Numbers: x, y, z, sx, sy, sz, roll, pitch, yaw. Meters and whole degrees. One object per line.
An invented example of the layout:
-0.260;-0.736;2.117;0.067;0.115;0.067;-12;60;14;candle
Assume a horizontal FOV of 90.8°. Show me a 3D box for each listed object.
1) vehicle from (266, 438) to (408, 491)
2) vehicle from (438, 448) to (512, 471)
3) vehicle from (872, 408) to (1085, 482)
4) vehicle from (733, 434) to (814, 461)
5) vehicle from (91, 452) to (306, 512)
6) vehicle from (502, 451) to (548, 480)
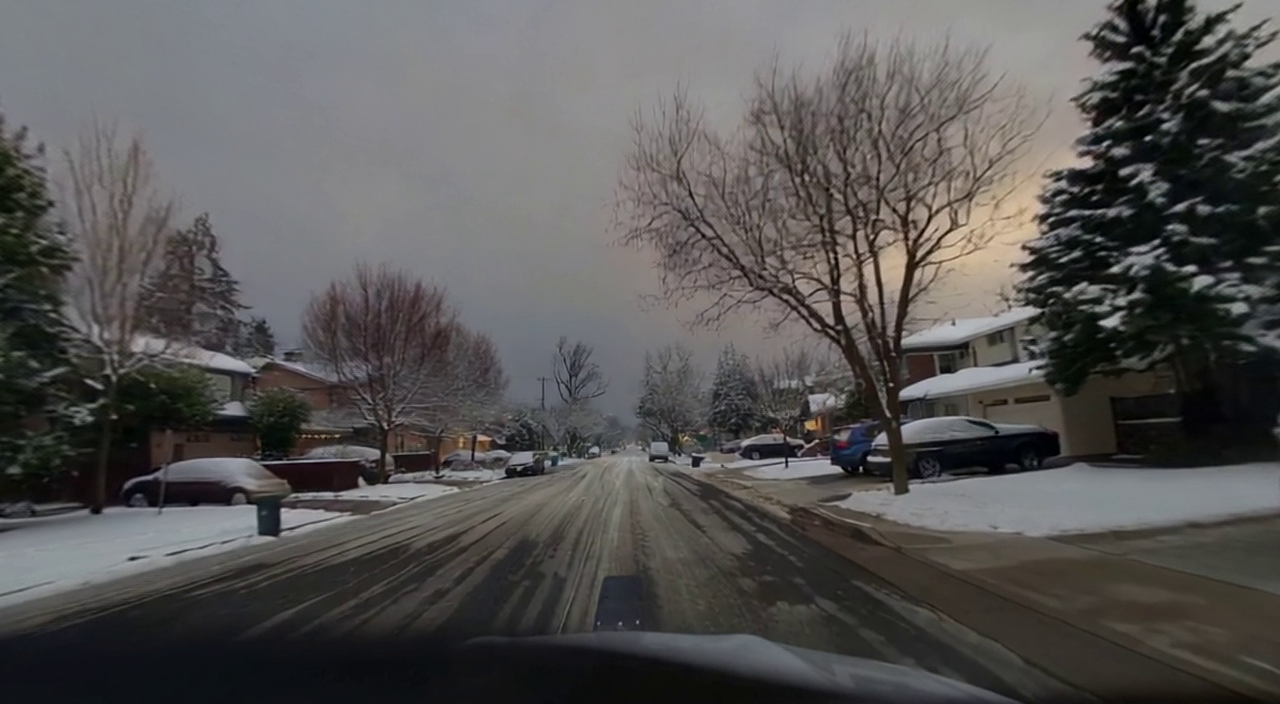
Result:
-12.375;4.590;26.045;4.753;2.028;2.079;0;-8;0;vehicle
-12.218;8.017;47.064;4.972;1.623;1.884;0;-8;-1;vehicle
8.544;2.373;16.249;4.334;1.750;1.900;0;-8;-2;vehicle
8.390;6.021;39.946;4.599;1.652;1.903;0;-8;-3;vehicle
-12.069;3.555;17.526;4.476;1.476;1.877;0;-8;-2;vehicle
-6.329;6.262;35.113;1.878;1.496;3.535;0;-8;0;vehicle
